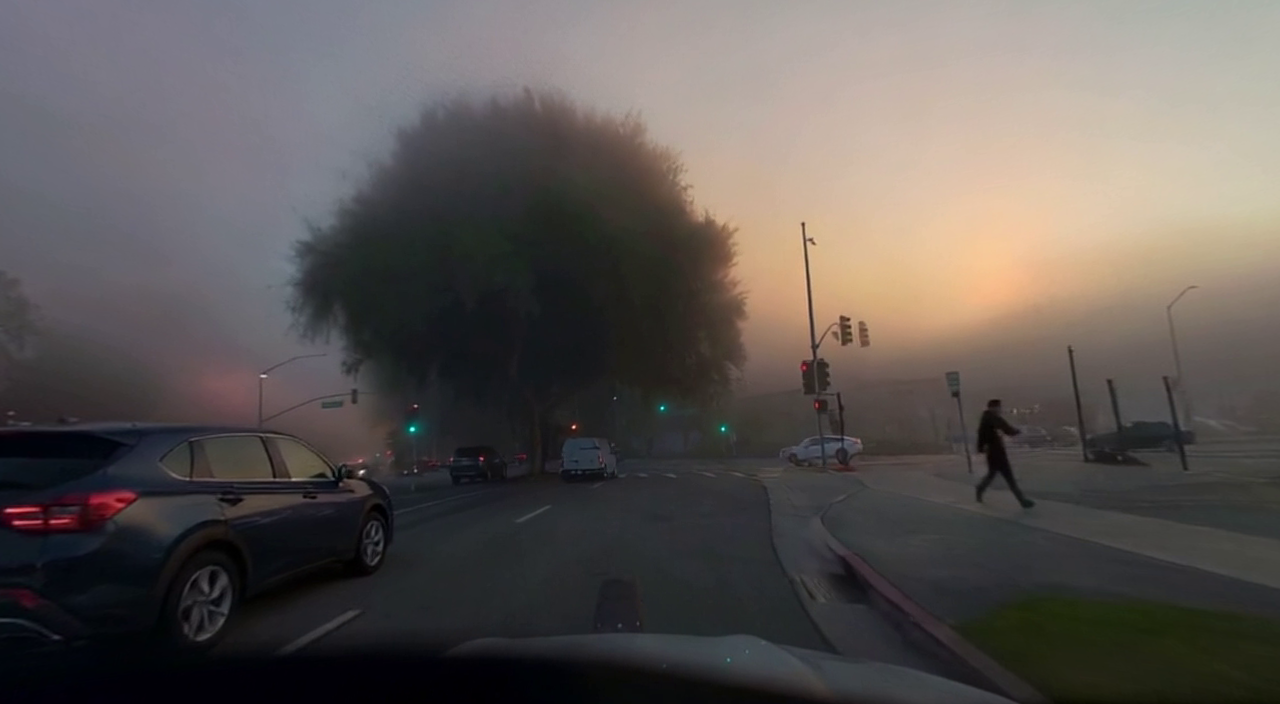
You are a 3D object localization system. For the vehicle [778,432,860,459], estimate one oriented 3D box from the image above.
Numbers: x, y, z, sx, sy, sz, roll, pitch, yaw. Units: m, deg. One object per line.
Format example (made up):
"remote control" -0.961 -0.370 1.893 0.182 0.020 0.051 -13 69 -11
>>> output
"vehicle" 12.196 6.377 43.202 4.916 1.746 2.077 -6 -10 35

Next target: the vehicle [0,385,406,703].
"vehicle" -3.751 1.295 5.062 2.002 1.664 4.113 0 -8 3

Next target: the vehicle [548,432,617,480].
"vehicle" -2.386 4.541 27.487 2.167 1.832 4.679 -2 -10 5

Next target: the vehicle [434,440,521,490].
"vehicle" -6.706 4.690 26.617 2.160 1.779 4.549 -4 -9 4

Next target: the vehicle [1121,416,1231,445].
"vehicle" 32.593 4.838 38.642 4.852 1.680 1.997 -6 -10 35
